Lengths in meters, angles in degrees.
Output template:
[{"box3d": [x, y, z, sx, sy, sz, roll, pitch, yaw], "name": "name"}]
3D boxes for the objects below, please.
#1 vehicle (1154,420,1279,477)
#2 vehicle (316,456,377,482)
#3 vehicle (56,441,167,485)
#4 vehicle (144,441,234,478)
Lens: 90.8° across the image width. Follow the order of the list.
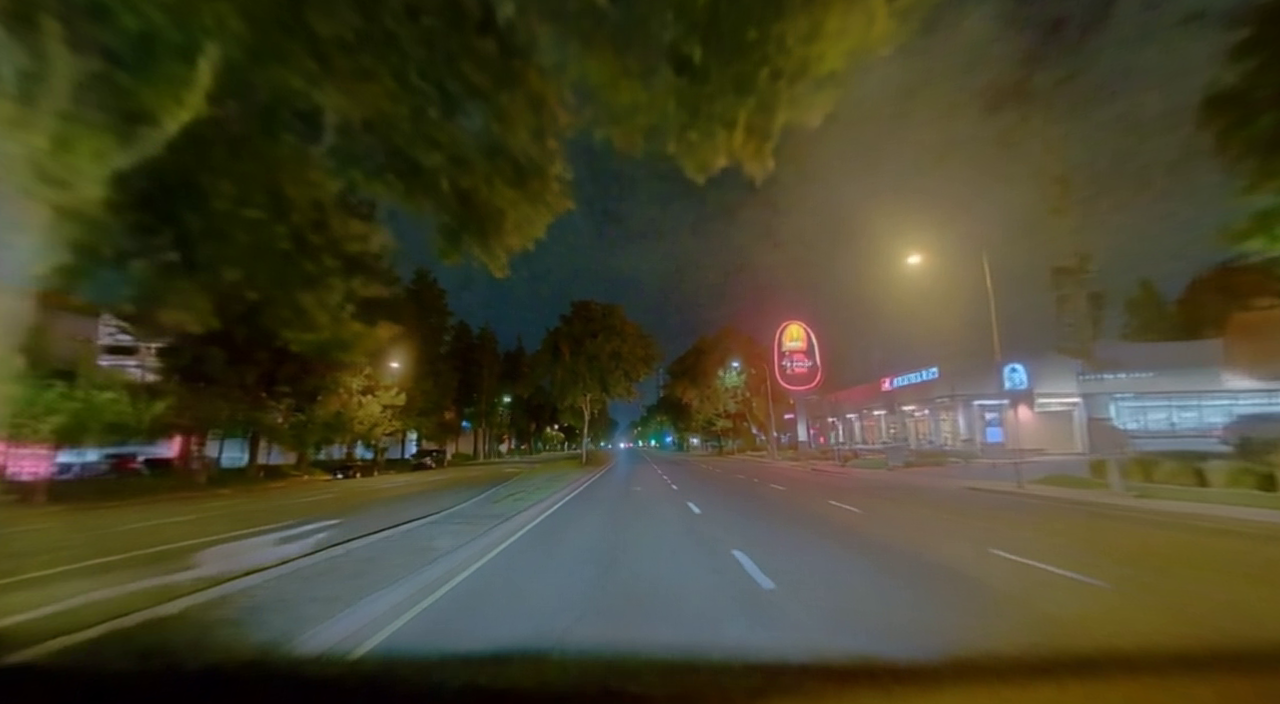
[{"box3d": [21.313, 3.257, 21.291, 2.480, 1.766, 6.529, 0, -8, 0], "name": "vehicle"}, {"box3d": [-19.417, 7.722, 42.017, 2.012, 1.471, 4.613, -2, -8, -2], "name": "vehicle"}, {"box3d": [-29.731, 6.157, 35.519, 5.630, 2.280, 2.513, -4, -9, 26], "name": "vehicle"}, {"box3d": [-29.813, 7.058, 41.725, 5.867, 2.279, 2.342, -5, -10, 28], "name": "vehicle"}]
